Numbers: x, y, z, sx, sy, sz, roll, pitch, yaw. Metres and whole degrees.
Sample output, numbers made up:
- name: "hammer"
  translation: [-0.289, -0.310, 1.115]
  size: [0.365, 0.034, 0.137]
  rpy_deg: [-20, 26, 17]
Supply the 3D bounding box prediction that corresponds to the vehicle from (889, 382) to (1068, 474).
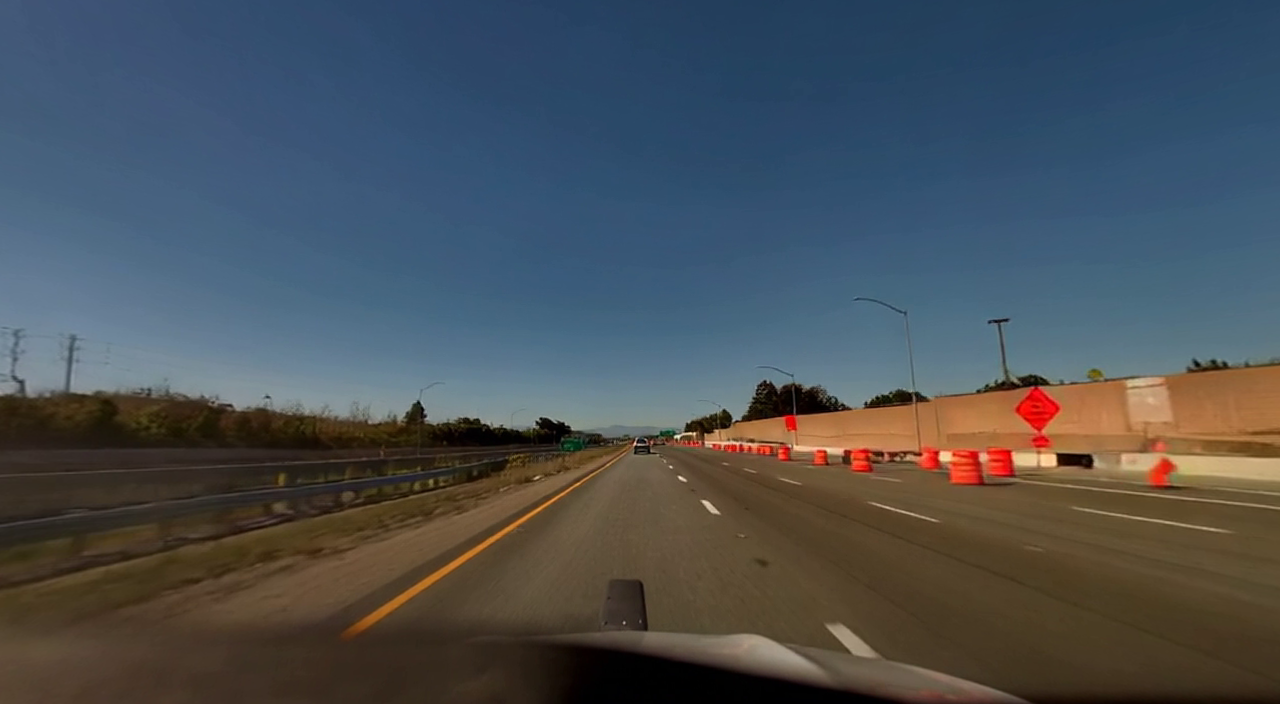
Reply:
- name: "vehicle"
  translation: [15.184, 3.646, 29.437]
  size: [3.620, 3.613, 8.491]
  rpy_deg: [0, -8, 0]
